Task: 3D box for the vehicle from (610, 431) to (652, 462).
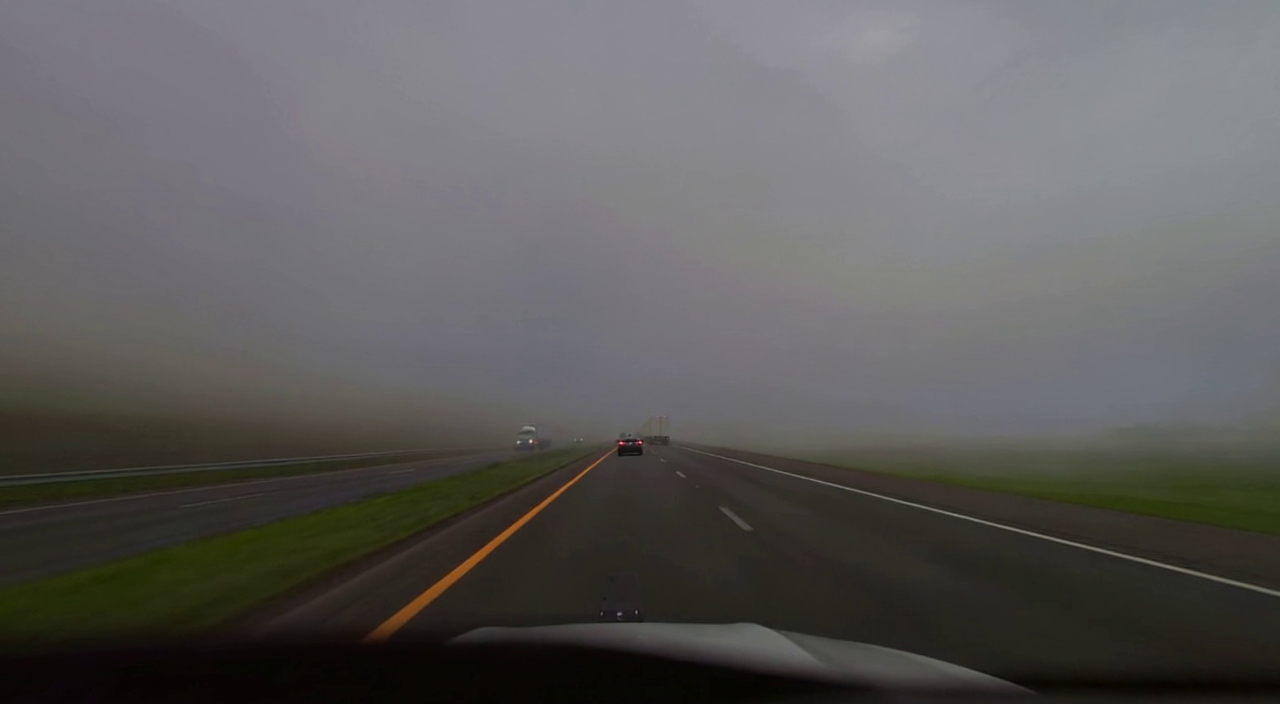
[{"bbox_3d":[-0.506,5.274,35.214,2.216,1.623,4.220,0,-8,-1],"label":"vehicle"}]
